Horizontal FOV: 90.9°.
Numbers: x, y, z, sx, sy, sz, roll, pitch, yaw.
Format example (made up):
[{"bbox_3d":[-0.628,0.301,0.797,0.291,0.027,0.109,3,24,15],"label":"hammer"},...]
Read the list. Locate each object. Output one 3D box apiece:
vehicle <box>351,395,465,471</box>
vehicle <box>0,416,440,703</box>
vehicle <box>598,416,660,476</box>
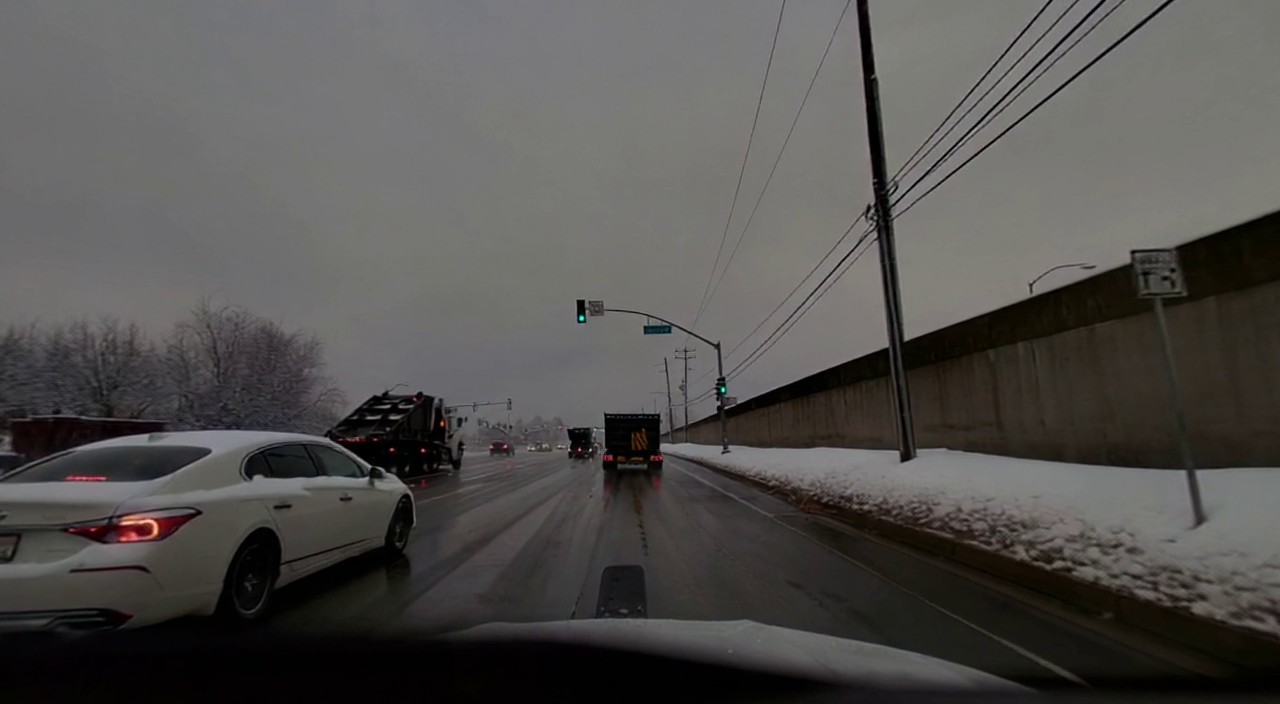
[{"bbox_3d":[-12.945,4.735,36.299,3.016,3.847,8.707,-1,-8,2],"label":"vehicle"},{"bbox_3d":[-3.711,1.452,5.807,2.019,1.480,4.966,-1,-8,1],"label":"vehicle"},{"bbox_3d":[-0.505,4.031,27.089,2.355,2.305,5.336,0,-9,-2],"label":"vehicle"}]
